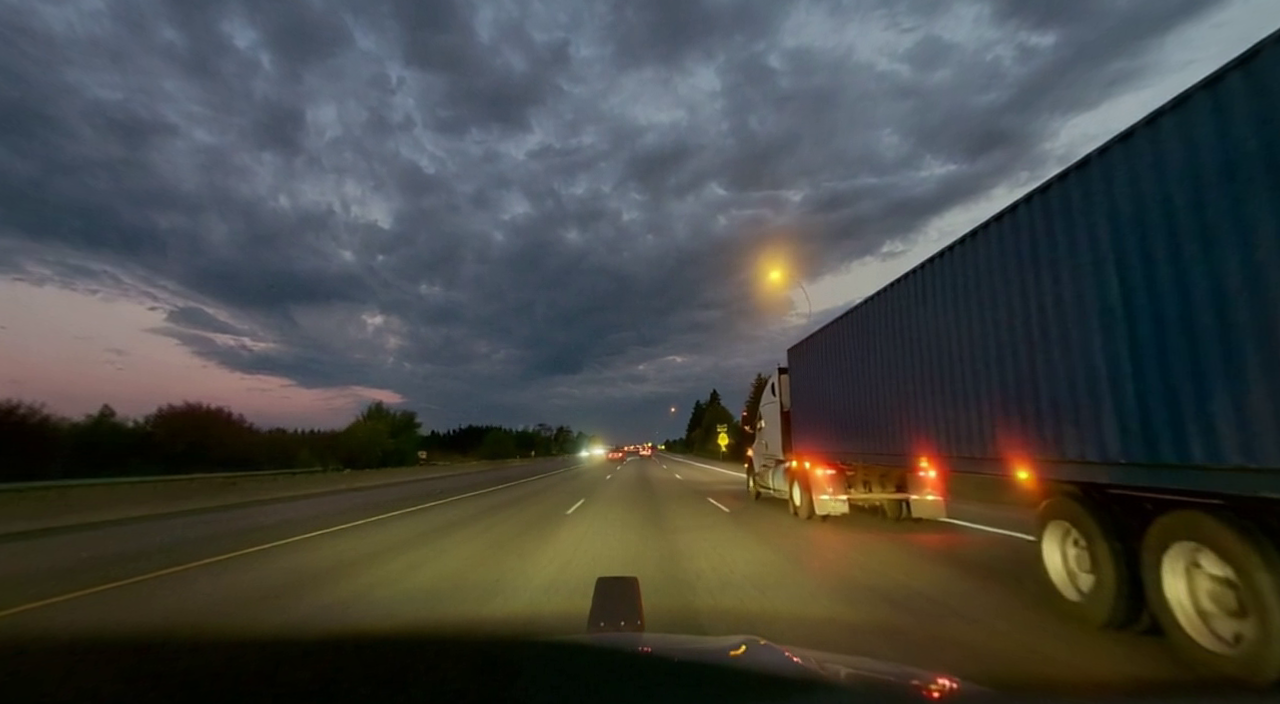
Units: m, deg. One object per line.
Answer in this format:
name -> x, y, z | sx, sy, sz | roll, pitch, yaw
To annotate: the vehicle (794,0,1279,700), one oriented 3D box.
vehicle -> 4.707, 0.287, 6.659 | 2.821, 4.046, 12.876 | 0, -9, 0
